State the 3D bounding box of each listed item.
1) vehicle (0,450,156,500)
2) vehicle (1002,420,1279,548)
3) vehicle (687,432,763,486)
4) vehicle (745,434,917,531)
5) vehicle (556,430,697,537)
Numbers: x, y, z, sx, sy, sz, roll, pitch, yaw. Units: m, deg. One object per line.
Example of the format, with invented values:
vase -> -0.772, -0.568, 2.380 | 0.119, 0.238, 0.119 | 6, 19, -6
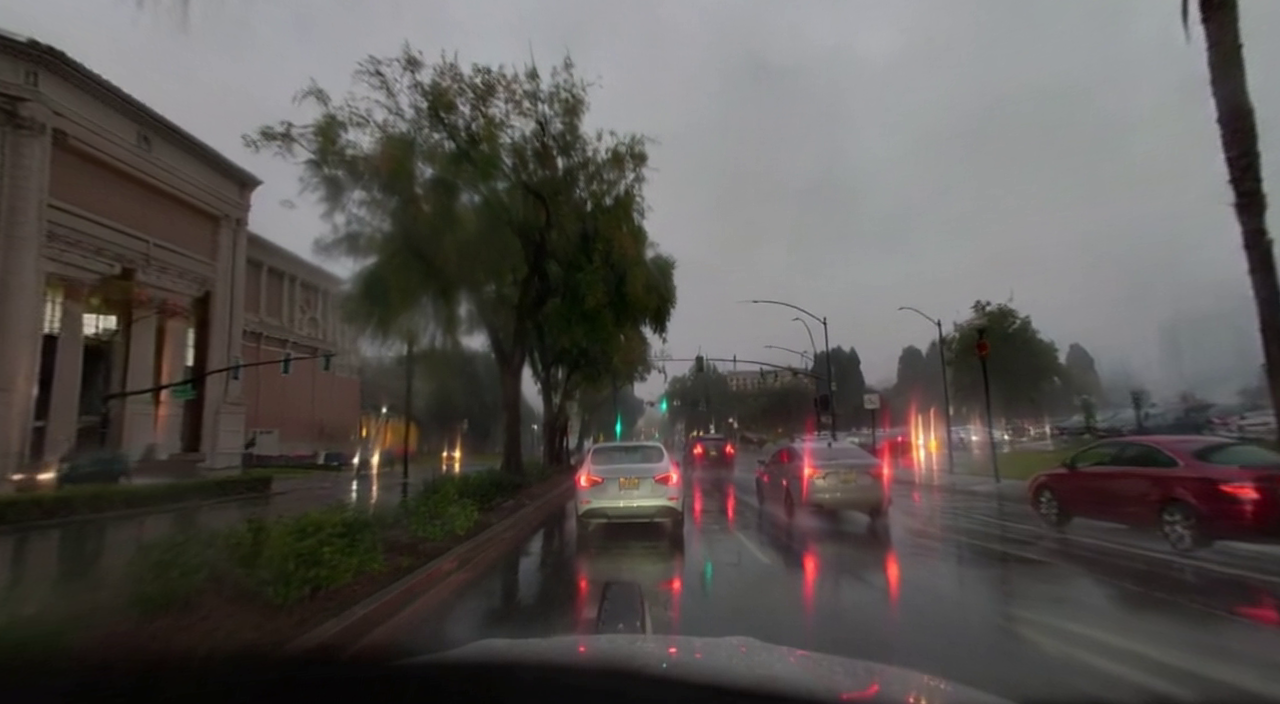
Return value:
vehicle -> -21.067, 4.576, 23.939 | 1.958, 1.675, 4.389 | 0, -9, -1
vehicle -> 7.898, 1.934, 9.967 | 1.875, 1.588, 4.072 | 0, -8, -1
vehicle -> 3.247, 4.328, 25.978 | 2.127, 1.854, 7.971 | 0, -9, 1
vehicle -> 3.309, 2.342, 11.923 | 1.833, 1.465, 4.258 | 0, -9, -1
vehicle -> -0.208, 2.202, 11.112 | 2.050, 1.521, 3.747 | 0, -9, 0
